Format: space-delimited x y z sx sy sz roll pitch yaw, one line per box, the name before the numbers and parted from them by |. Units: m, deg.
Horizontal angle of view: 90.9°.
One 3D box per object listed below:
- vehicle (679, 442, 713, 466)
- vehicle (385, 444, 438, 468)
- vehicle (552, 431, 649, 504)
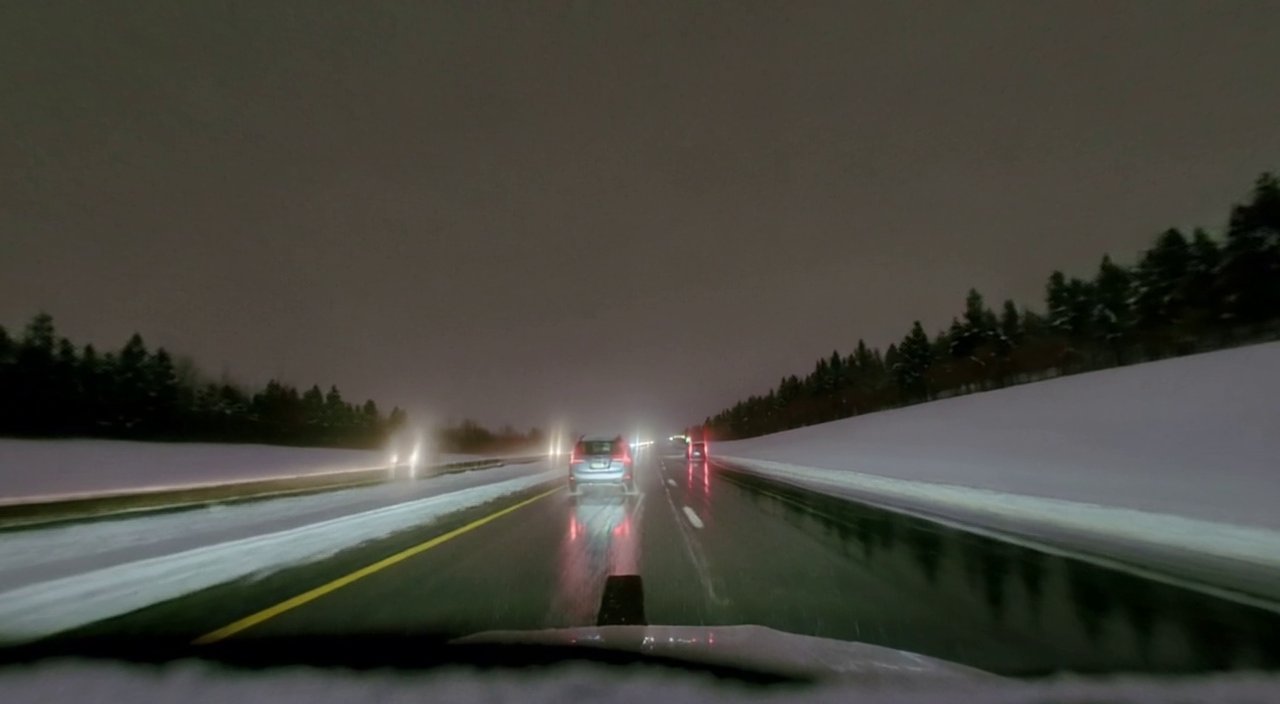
vehicle | 3.952 7.285 45.064 2.073 1.621 3.993 0 -8 0
vehicle | -17.859 8.144 49.612 2.248 1.820 4.877 -1 -8 1
vehicle | -0.906 3.061 17.114 2.143 1.693 4.513 -1 -8 2
